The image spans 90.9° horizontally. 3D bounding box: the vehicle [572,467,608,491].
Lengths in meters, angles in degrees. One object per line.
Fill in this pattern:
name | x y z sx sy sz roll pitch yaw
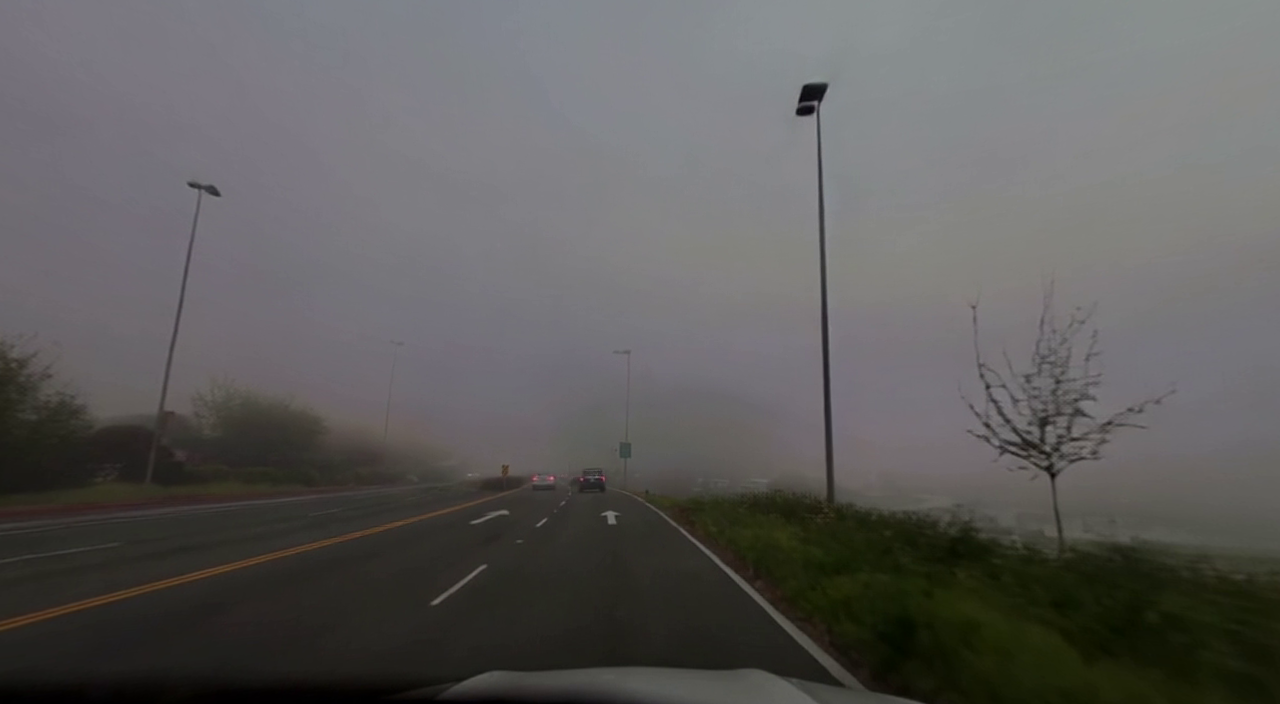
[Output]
vehicle | -3.477 8.602 42.858 2.129 1.471 4.258 2 -10 -8
